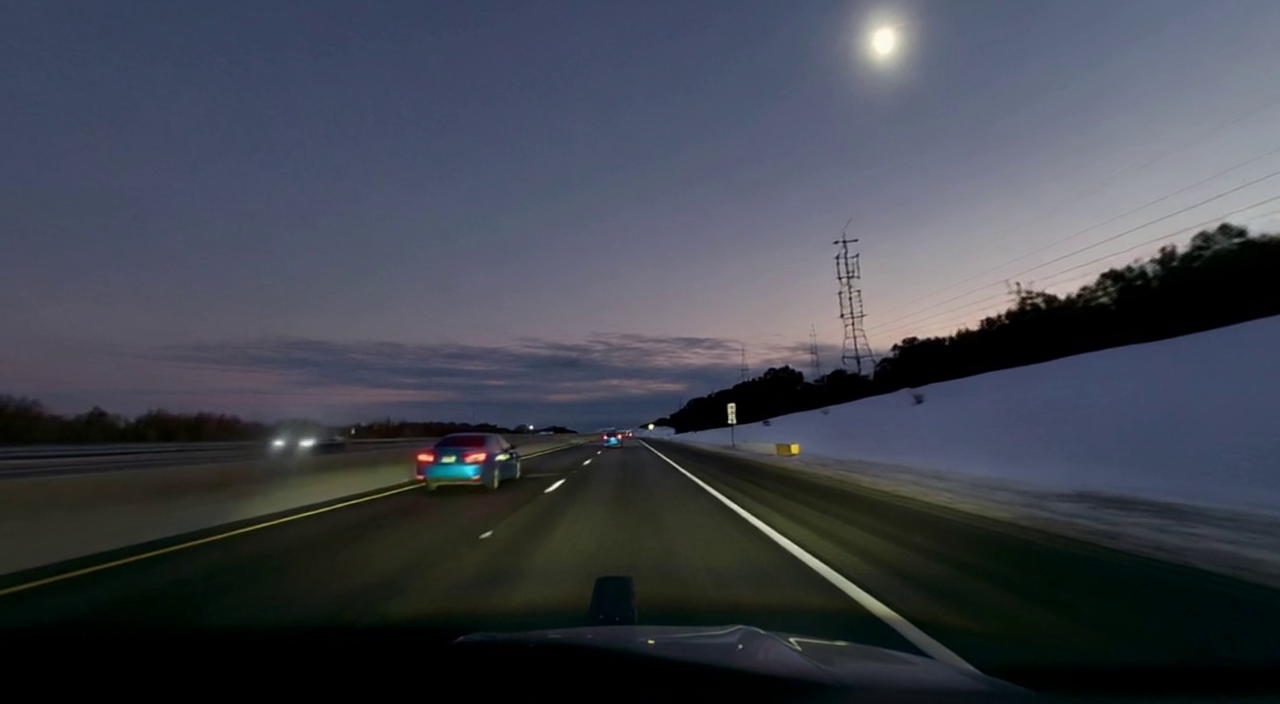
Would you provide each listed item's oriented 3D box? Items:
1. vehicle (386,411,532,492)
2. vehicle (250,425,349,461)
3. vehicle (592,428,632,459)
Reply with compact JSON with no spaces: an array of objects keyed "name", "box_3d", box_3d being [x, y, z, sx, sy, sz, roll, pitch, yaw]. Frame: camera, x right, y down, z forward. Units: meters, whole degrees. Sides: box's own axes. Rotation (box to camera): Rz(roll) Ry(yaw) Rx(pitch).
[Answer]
[{"name":"vehicle","box_3d":[-4.285,2.463,15.943,2.189,1.704,5.205,0,-8,0]},{"name":"vehicle","box_3d":[-15.028,4.036,28.052,1.936,1.498,4.485,0,-8,0]},{"name":"vehicle","box_3d":[-1.465,4.910,33.822,1.999,1.536,3.969,0,-8,-1]}]
